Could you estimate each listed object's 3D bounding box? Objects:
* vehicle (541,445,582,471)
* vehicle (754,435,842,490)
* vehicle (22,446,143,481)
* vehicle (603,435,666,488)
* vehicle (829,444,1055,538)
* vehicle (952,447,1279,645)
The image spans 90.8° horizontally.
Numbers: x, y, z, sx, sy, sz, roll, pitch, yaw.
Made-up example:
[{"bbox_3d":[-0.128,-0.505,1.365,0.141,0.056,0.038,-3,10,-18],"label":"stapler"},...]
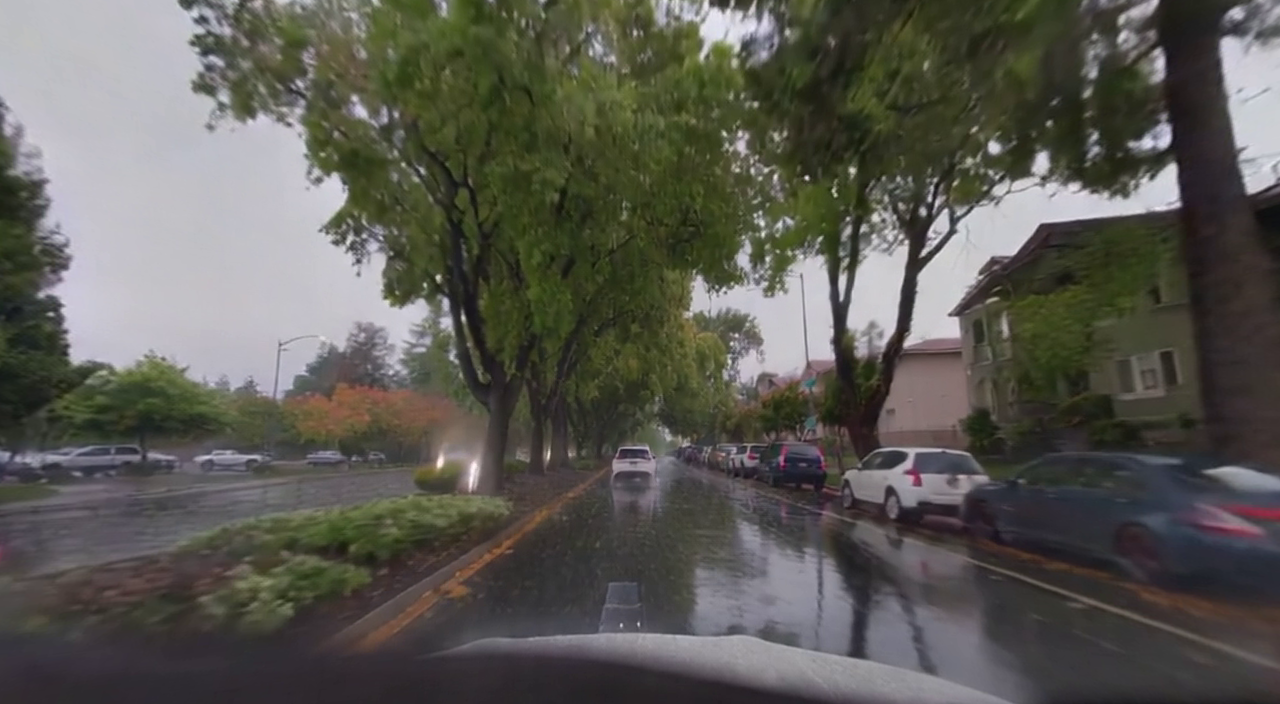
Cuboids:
[{"bbox_3d":[-4.775,6.550,39.191,2.105,1.474,4.808,0,-9,-2],"label":"vehicle"},{"bbox_3d":[5.814,4.117,23.859,2.139,1.872,4.585,0,-9,1],"label":"vehicle"},{"bbox_3d":[-34.508,6.906,39.242,5.329,2.013,2.242,0,-9,1],"label":"vehicle"},{"bbox_3d":[-0.236,3.923,22.889,2.070,1.698,3.925,0,-9,-1],"label":"vehicle"},{"bbox_3d":[5.544,2.582,12.471,2.022,1.484,4.612,0,-9,-2],"label":"vehicle"},{"bbox_3d":[5.778,1.823,7.074,1.903,1.491,4.999,0,-9,-2],"label":"vehicle"}]
